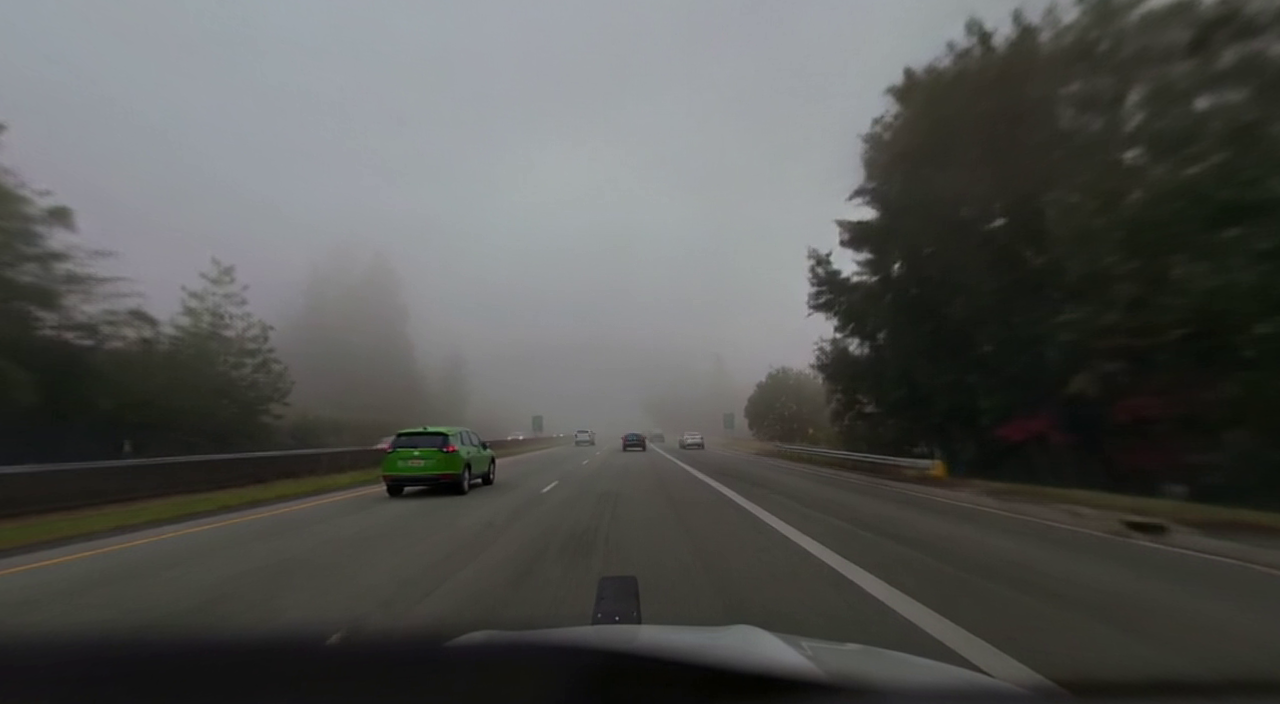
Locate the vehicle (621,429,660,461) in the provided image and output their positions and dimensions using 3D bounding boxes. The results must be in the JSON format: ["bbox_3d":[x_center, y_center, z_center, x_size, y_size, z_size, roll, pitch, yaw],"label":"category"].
[{"bbox_3d":[0.034,4.652,31.701,1.869,1.466,3.356,0,-8,1],"label":"vehicle"}]

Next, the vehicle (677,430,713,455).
[{"bbox_3d":[3.541,5.899,41.258,1.841,1.491,3.869,0,-8,-2],"label":"vehicle"}]

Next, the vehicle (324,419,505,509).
[{"bbox_3d":[-4.323,2.210,13.085,2.023,1.512,4.804,0,-8,-1],"label":"vehicle"}]
